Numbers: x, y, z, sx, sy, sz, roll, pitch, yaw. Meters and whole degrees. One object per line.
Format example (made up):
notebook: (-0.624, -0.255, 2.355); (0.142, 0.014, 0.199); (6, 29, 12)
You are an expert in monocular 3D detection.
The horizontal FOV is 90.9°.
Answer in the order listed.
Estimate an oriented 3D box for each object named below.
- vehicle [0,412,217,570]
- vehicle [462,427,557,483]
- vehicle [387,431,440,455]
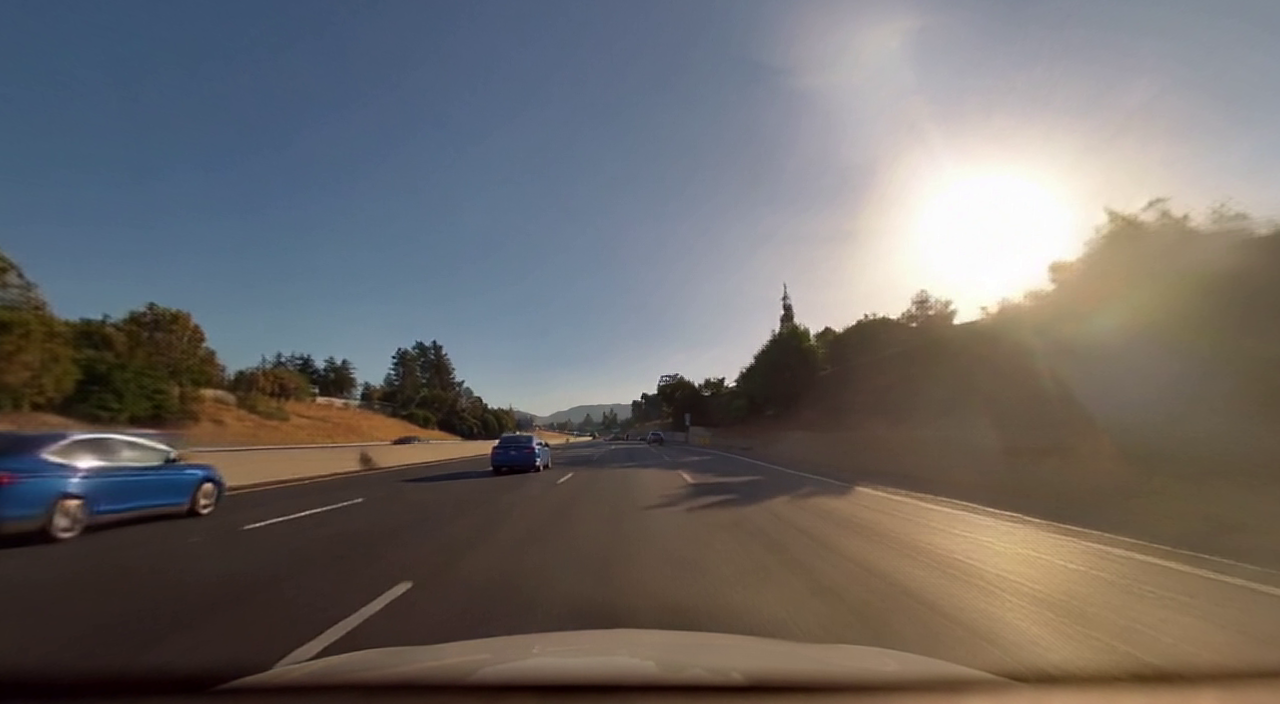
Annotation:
vehicle: (-7.264, 1.462, 6.954); (1.983, 1.535, 4.652); (0, -8, -1)
vehicle: (-3.853, 3.109, 19.448); (2.026, 1.517, 4.325); (0, -8, 0)
vehicle: (-16.181, 6.504, 45.249); (2.128, 1.585, 4.592); (0, -8, -1)
